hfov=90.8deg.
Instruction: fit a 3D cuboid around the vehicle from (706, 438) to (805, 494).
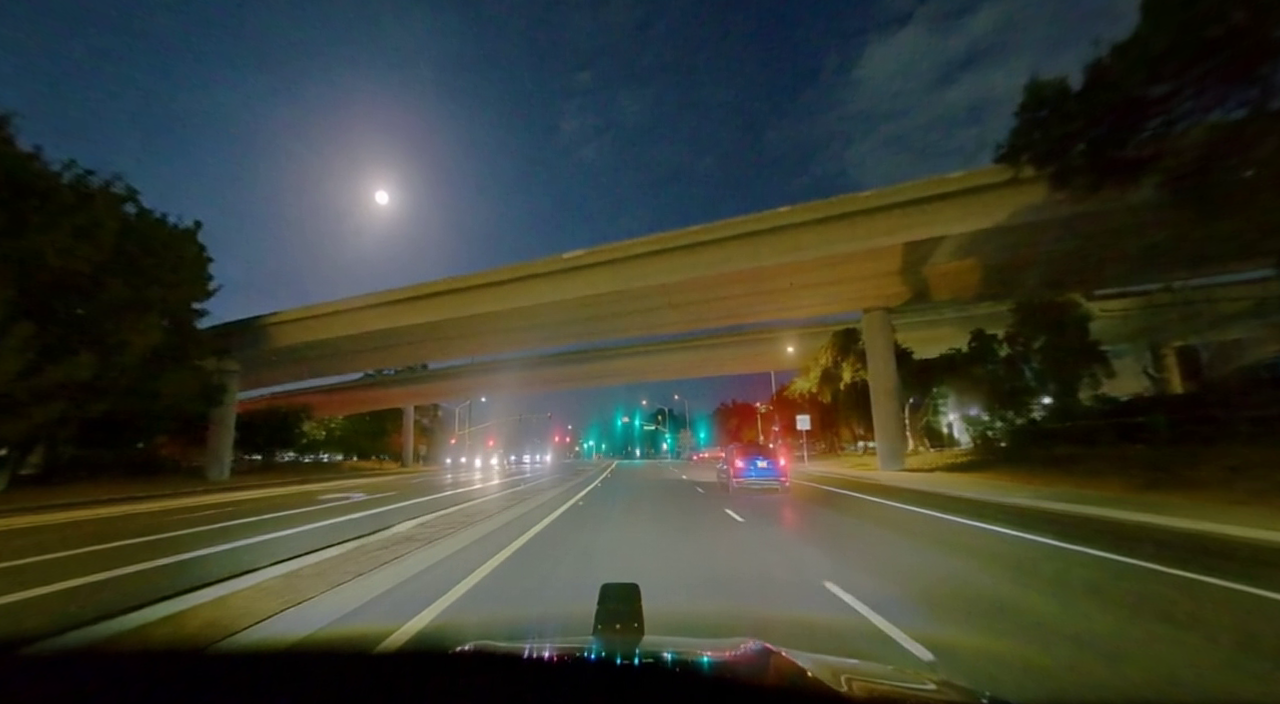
[{"bbox_3d":[3.345,3.387,19.179,2.062,1.484,4.332,0,-8,-1],"label":"vehicle"}]
